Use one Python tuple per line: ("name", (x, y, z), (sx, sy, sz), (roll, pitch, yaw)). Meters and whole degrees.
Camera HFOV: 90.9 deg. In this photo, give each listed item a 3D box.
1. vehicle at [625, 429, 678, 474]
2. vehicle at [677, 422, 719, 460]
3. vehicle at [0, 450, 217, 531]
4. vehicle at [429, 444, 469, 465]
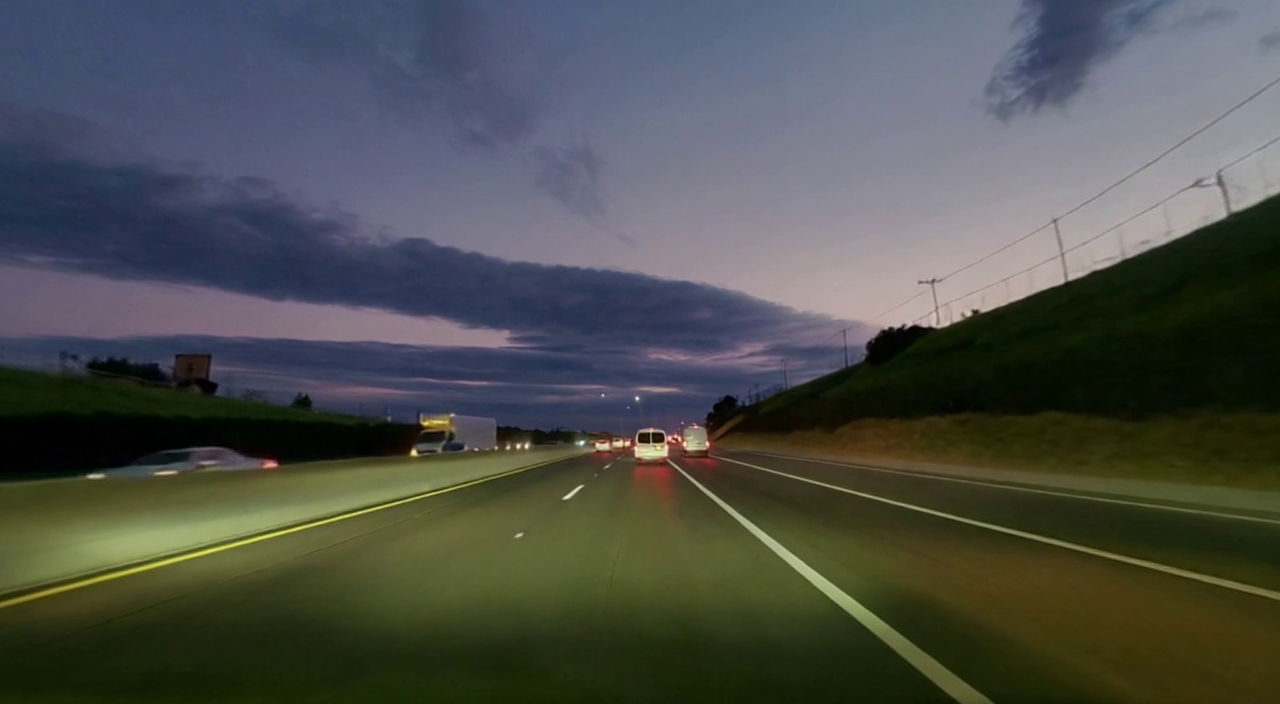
("vehicle", (0.462, 4.314, 27.789), (2.159, 1.811, 4.238), (0, -8, -1))
("vehicle", (3.894, 6.123, 43.460), (2.348, 2.429, 5.172), (0, -8, -1))
("vehicle", (-11.894, 3.000, 14.238), (1.872, 1.450, 4.016), (0, -8, 0))
("vehicle", (-14.635, 7.823, 48.473), (1.786, 1.505, 3.853), (0, -8, 1))
